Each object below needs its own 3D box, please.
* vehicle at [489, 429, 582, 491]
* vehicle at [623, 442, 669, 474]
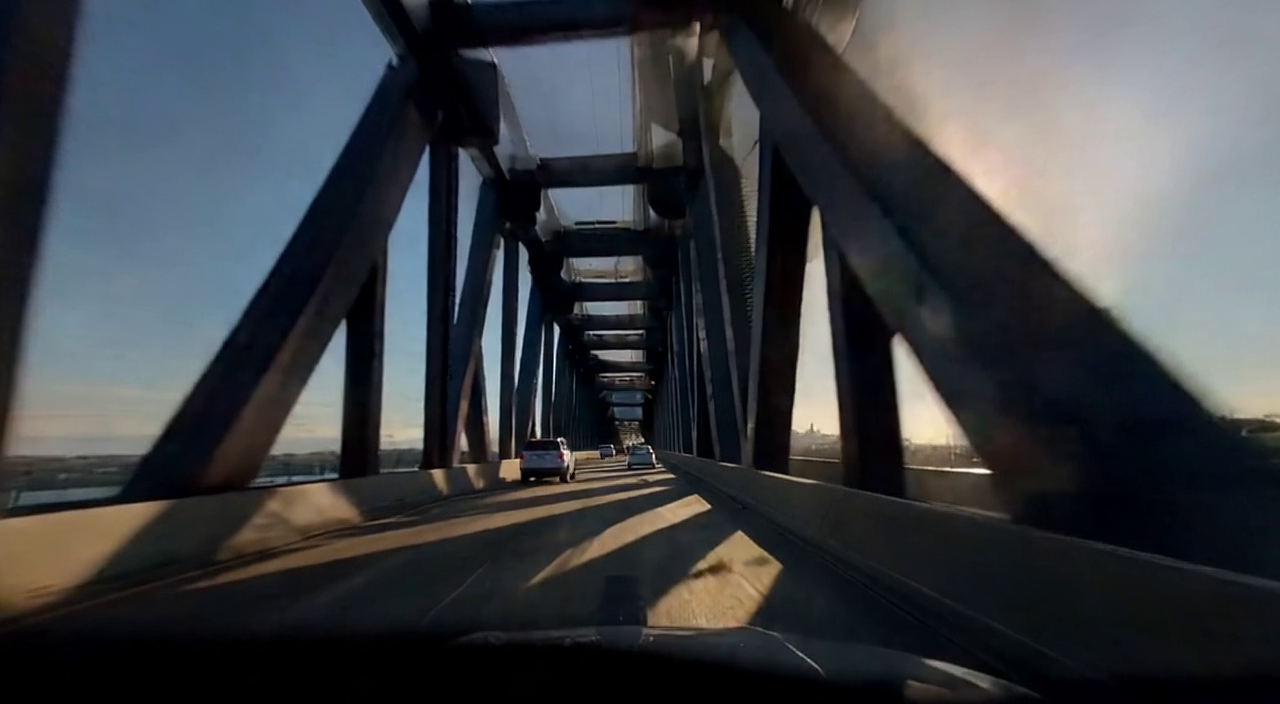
[{"bbox_3d":[-3.324,3.565,21.097,2.190,1.807,4.741,0,-9,1],"label":"vehicle"},{"bbox_3d":[0.285,5.106,30.605,2.048,1.450,3.973,0,-8,0],"label":"vehicle"}]
